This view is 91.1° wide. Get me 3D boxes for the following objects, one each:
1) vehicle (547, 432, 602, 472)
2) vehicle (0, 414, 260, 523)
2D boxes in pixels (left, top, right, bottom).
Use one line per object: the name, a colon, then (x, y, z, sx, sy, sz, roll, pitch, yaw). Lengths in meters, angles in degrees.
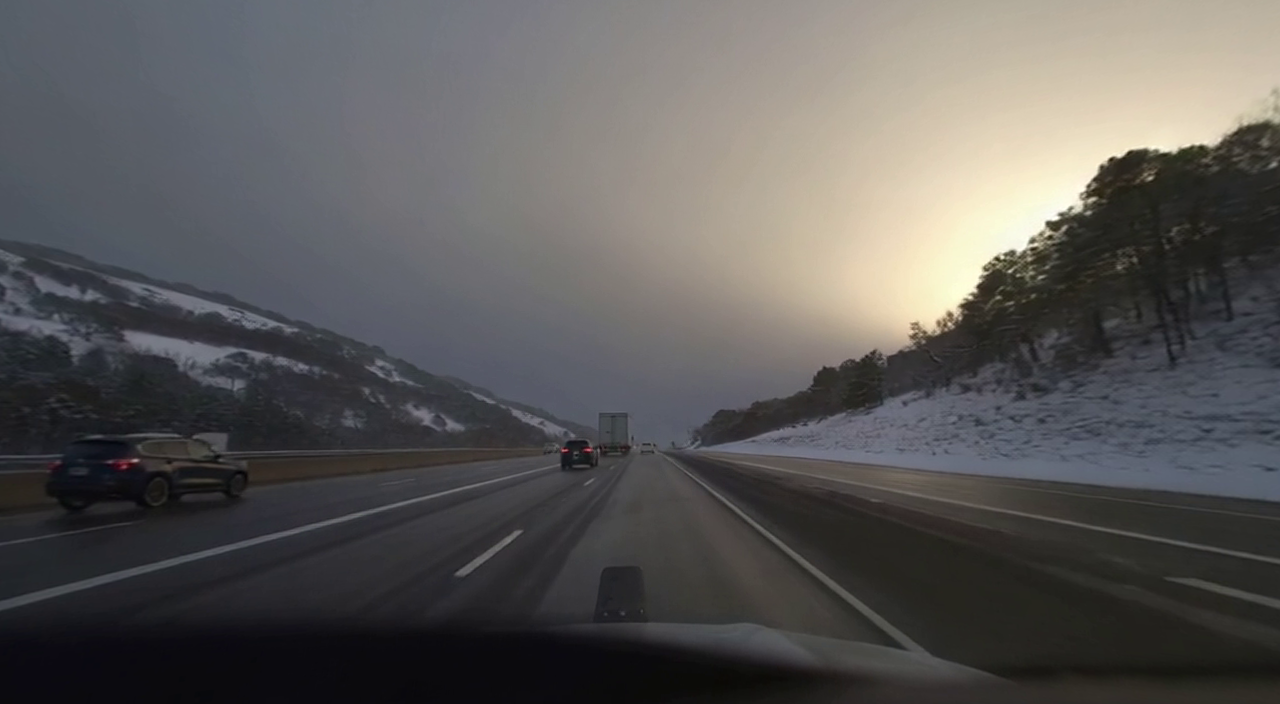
vehicle: (-3.000, 4.693, 29.657, 2.099, 1.734, 4.413, 0, -8, 0)
vehicle: (-10.937, 2.371, 13.429, 2.130, 1.828, 5.523, 0, -8, 0)
